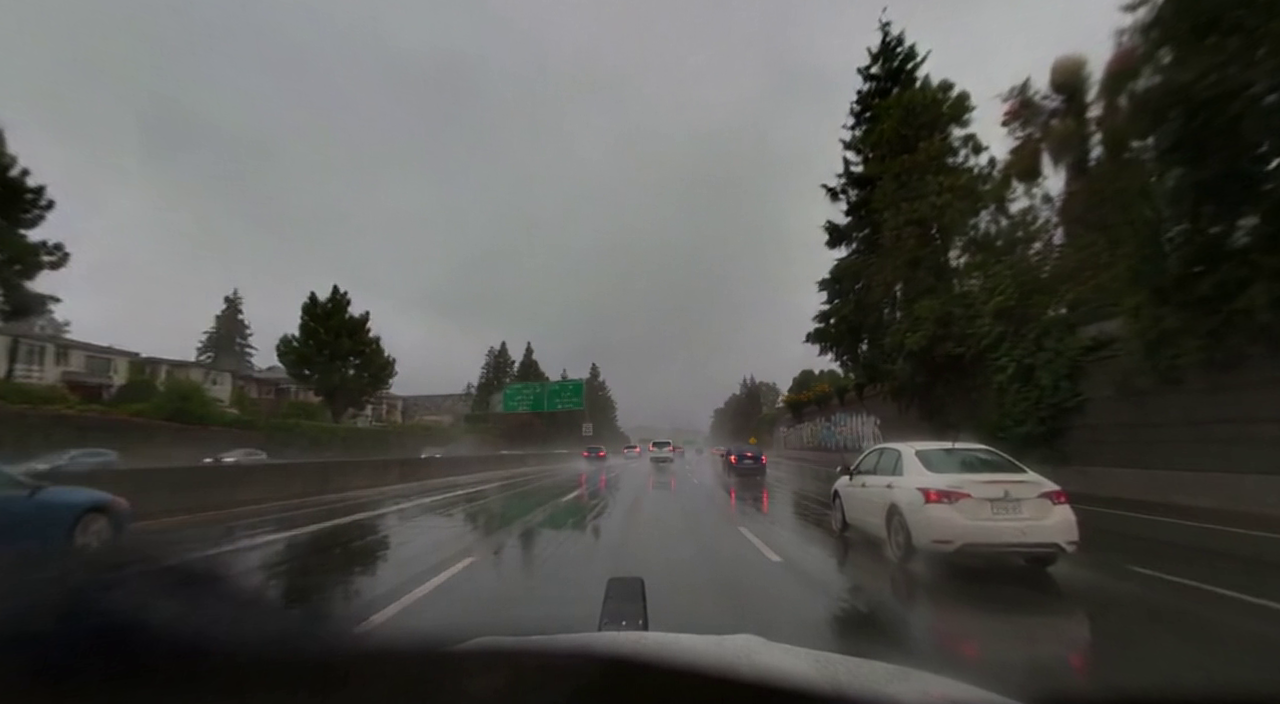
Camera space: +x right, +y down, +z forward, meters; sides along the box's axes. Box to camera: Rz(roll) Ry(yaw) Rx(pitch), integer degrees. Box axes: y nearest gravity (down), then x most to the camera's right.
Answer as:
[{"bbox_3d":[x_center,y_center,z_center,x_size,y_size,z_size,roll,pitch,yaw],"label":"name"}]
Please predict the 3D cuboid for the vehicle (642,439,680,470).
[{"bbox_3d":[1.295,6.168,38.110,2.183,1.764,4.134,0,-8,3],"label":"vehicle"}]

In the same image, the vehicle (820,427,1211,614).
[{"bbox_3d":[3.688,1.693,7.360,1.912,1.509,4.291,0,-8,0],"label":"vehicle"}]

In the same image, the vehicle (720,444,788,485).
[{"bbox_3d":[4.231,4.229,24.049,1.854,1.438,3.954,0,-8,0],"label":"vehicle"}]

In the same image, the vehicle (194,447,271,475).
[{"bbox_3d":[-25.950,6.950,40.370,1.827,1.654,4.388,0,-8,2],"label":"vehicle"}]

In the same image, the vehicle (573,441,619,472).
[{"bbox_3d":[-2.570,6.270,38.041,2.070,1.740,4.678,-1,-8,4],"label":"vehicle"}]

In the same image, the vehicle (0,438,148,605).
[{"bbox_3d":[-6.849,1.454,5.155,2.050,1.507,4.375,0,-8,1],"label":"vehicle"}]
